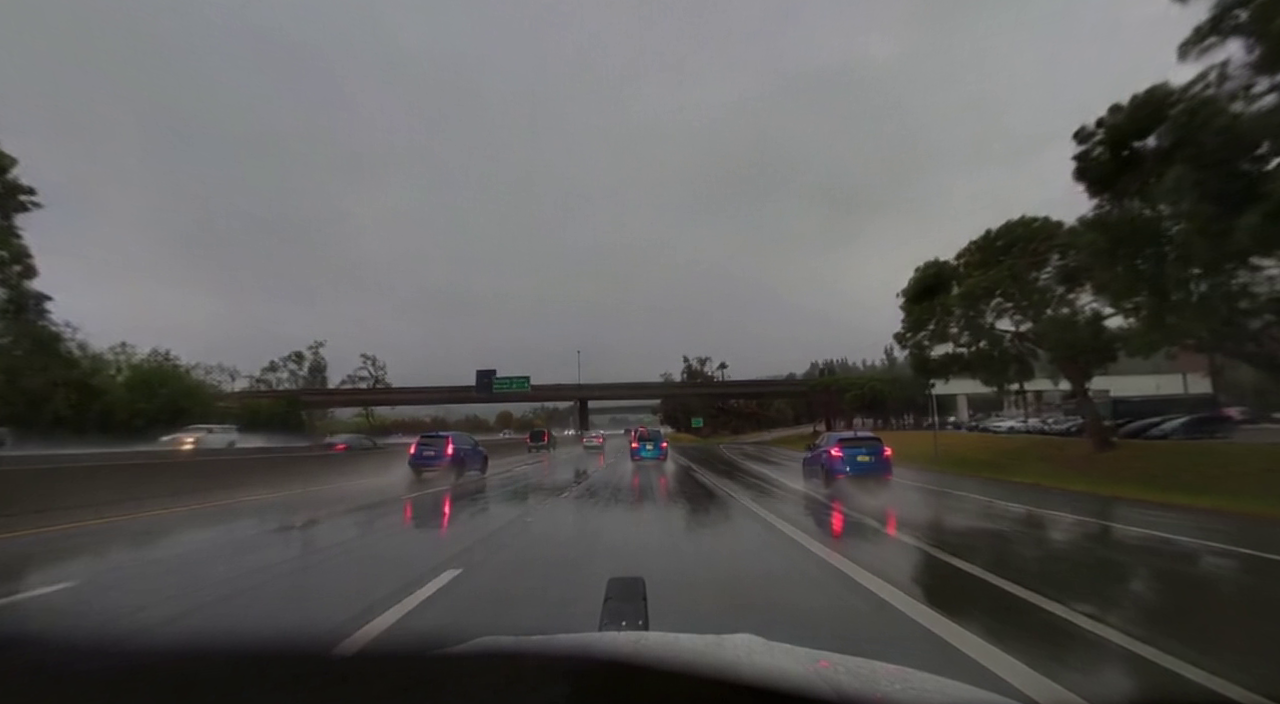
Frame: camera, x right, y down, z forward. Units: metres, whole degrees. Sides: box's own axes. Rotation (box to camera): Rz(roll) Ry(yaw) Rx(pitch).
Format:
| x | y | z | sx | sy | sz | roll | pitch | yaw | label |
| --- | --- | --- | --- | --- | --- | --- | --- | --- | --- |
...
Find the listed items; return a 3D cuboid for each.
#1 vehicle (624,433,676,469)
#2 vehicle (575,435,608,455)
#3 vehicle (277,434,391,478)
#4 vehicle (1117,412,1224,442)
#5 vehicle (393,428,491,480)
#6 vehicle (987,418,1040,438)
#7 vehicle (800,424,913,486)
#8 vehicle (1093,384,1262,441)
| x | y | z | sx | sy | sz | roll | pitch | yaw | label |
| --- | --- | --- | --- | --- | --- | --- | --- | --- | --- |
| 0.424 | 4.439 | 28.400 | 2.145 | 1.493 | 4.146 | 0 | -9 | 0 | vehicle |
| -3.498 | 6.855 | 46.510 | 2.056 | 1.405 | 4.273 | 0 | -8 | 1 | vehicle |
| -11.315 | 3.876 | 23.762 | 1.858 | 1.491 | 4.734 | 0 | -9 | 0 | vehicle |
| 27.151 | 3.924 | 32.523 | 1.835 | 1.438 | 4.615 | -1 | -9 | 5 | vehicle |
| -7.045 | 3.683 | 22.987 | 2.067 | 1.682 | 4.388 | 0 | -9 | 1 | vehicle |
| 29.049 | 5.995 | 49.221 | 1.797 | 1.435 | 4.566 | -1 | -9 | 6 | vehicle |
| 6.541 | 3.172 | 19.683 | 2.095 | 1.674 | 4.530 | 0 | -9 | 3 | vehicle |
| 35.589 | 4.058 | 42.113 | 7.901 | 3.250 | 2.763 | -5 | -7 | 14 | vehicle |
